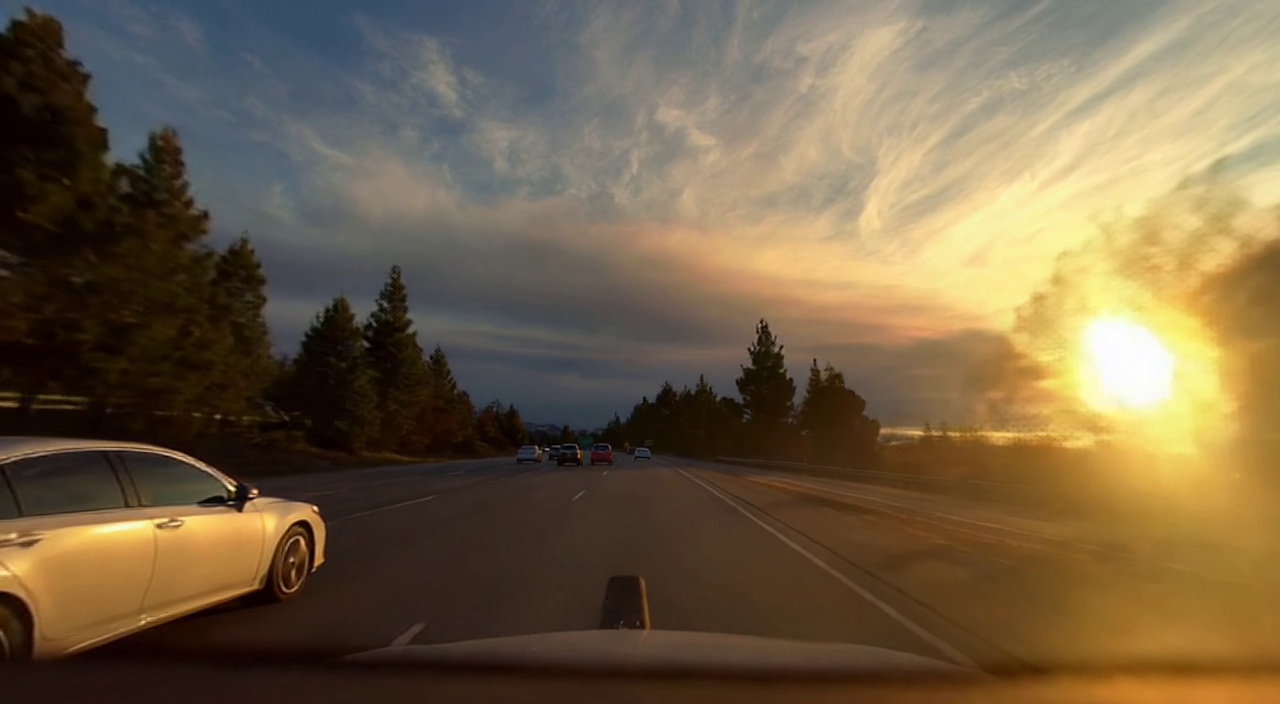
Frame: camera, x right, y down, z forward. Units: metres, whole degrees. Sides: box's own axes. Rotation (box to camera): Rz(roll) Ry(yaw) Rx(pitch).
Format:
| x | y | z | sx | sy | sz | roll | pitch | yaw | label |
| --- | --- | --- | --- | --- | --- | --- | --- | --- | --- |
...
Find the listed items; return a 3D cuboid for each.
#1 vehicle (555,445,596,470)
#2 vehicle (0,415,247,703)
| x | y | z | sx | sy | sz | roll | pitch | yaw | label |
| --- | --- | --- | --- | --- | --- | --- | --- | --- | --- |
| -4.017 | 6.658 | 39.957 | 2.120 | 1.458 | 4.031 | 0 | -9 | 1 | vehicle |
| -3.895 | 0.963 | 2.337 | 1.965 | 1.485 | 4.460 | 0 | -9 | 0 | vehicle |
